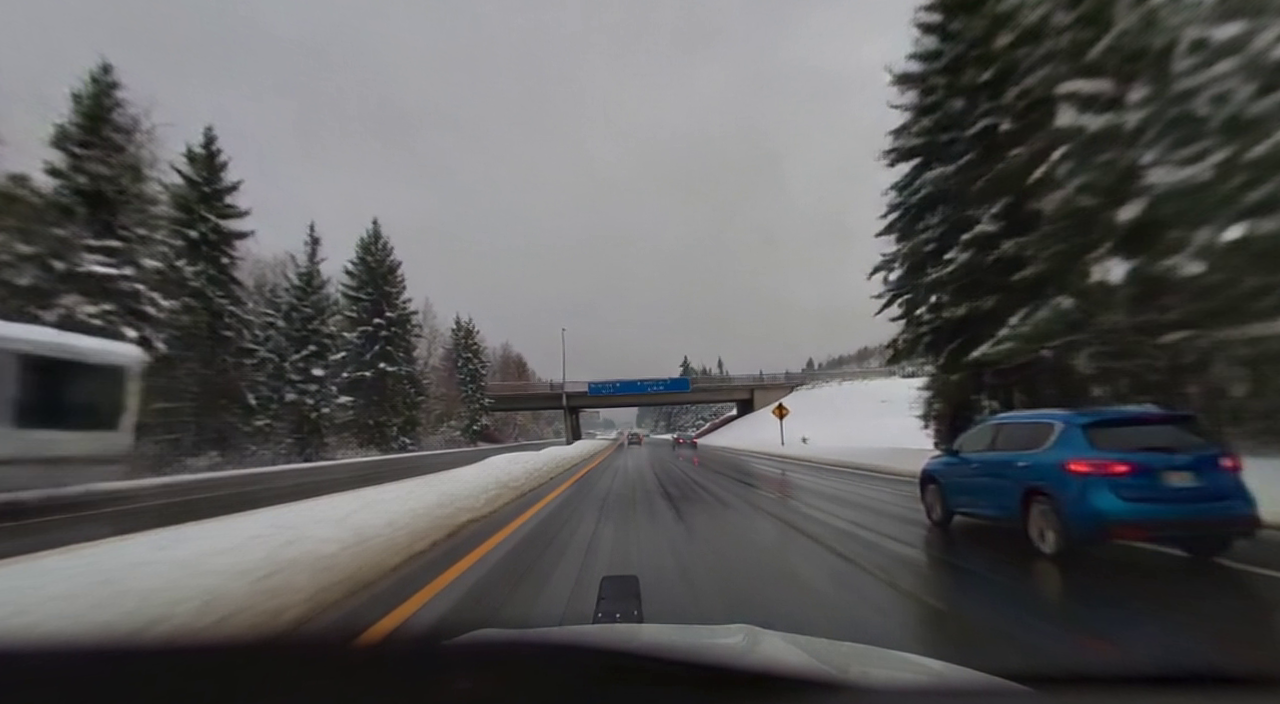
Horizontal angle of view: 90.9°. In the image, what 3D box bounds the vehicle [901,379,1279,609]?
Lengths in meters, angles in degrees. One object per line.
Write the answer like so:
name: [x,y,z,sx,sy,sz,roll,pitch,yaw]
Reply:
vehicle: [4.723,1.302,6.668,2.073,1.651,4.065,0,-8,-2]
